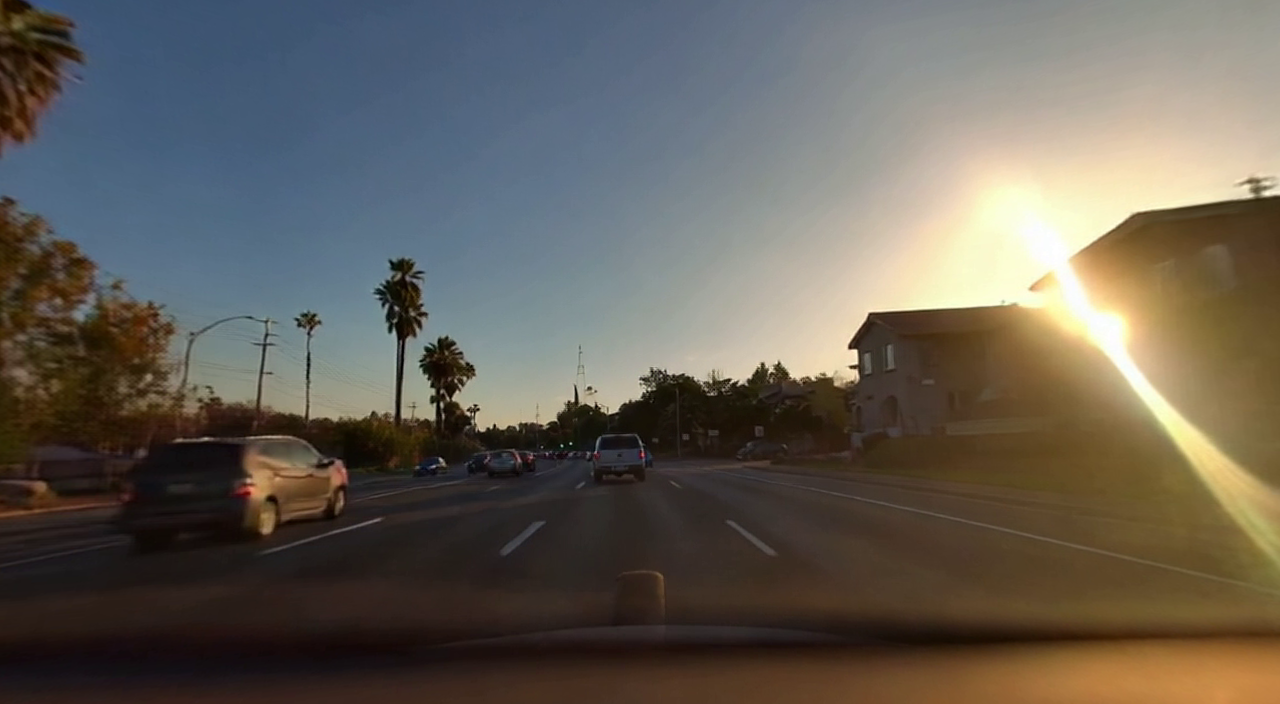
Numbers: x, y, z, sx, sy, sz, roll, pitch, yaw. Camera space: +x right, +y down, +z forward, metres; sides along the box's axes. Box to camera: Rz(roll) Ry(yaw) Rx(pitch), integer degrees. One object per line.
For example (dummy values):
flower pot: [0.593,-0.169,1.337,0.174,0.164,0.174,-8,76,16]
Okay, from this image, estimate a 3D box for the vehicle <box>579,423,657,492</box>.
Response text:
vehicle: [-0.971,3.835,23.152,2.507,2.161,6.049,1,-9,-5]

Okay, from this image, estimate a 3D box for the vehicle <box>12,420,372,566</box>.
vehicle: [-6.247,2.003,9.736,2.235,1.682,4.662,0,-9,-2]

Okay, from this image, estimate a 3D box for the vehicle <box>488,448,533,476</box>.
vehicle: [-7.827,6.673,38.224,2.016,1.576,4.215,0,-9,-3]
